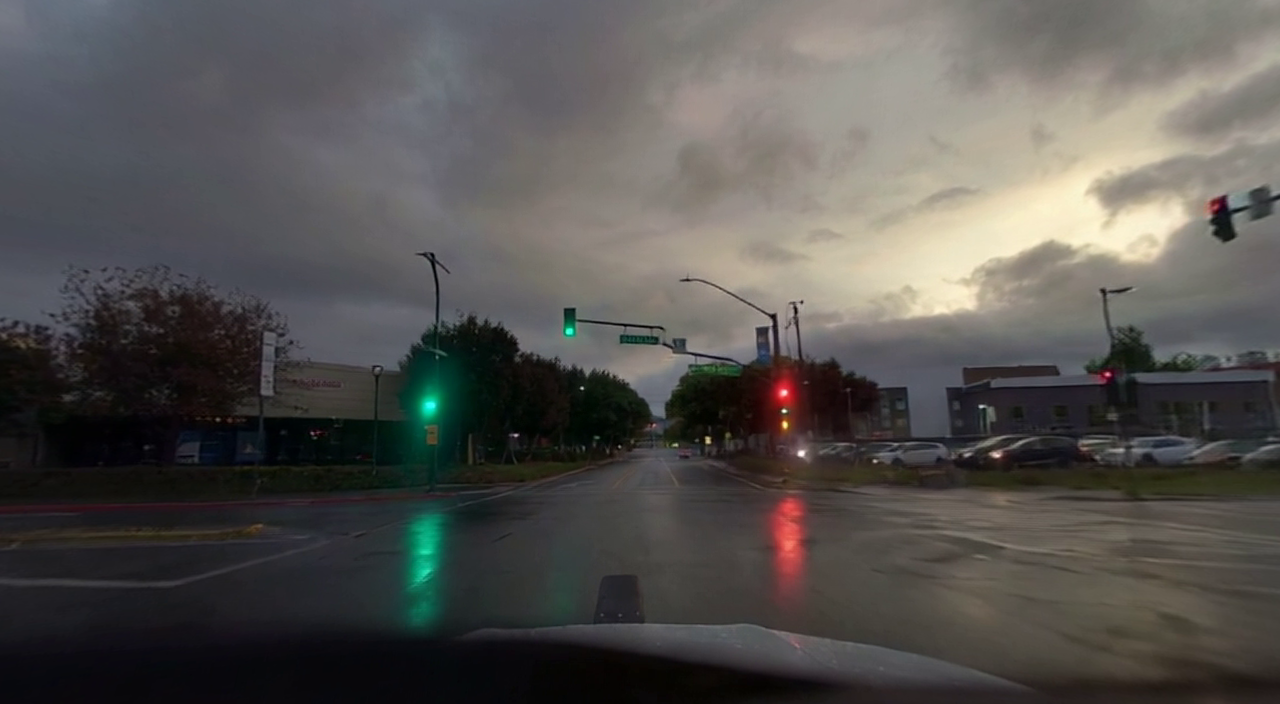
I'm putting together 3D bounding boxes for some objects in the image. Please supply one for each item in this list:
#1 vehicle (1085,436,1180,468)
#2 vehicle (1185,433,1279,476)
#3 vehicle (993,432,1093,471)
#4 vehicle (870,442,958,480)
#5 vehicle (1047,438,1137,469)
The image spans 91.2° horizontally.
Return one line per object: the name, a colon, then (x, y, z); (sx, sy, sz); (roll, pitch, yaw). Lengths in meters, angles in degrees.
vehicle: (25.179, 5.095, 32.208); (1.900, 1.493, 3.910); (-1, -8, 5)
vehicle: (21.550, 3.561, 21.946); (1.851, 1.388, 3.475); (-1, -9, 3)
vehicle: (17.654, 4.315, 27.368); (4.522, 1.546, 1.941); (5, -10, -34)
vehicle: (11.917, 4.660, 27.159); (4.295, 1.508, 1.955); (8, -12, -44)
vehicle: (22.702, 5.095, 31.640); (1.923, 1.463, 3.758); (-1, -8, 5)
